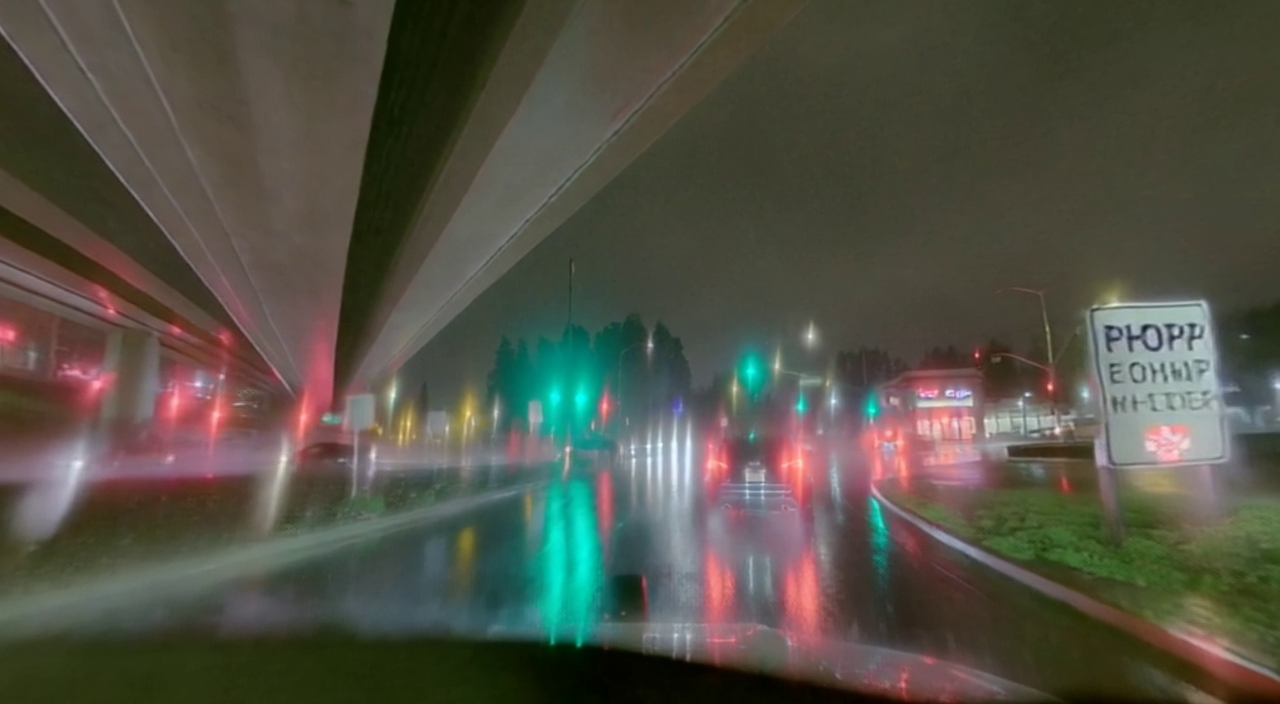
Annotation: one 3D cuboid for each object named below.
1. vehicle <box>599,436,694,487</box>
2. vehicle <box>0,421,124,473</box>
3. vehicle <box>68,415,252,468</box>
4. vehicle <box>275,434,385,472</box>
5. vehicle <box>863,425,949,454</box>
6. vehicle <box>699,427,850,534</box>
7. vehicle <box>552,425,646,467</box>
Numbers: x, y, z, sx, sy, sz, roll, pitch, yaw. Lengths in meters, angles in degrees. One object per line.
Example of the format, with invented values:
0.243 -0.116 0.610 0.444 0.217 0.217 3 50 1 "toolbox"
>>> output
0.374 3.694 21.624 2.214 1.519 4.704 -2 -9 13 "vehicle"
-44.913 6.844 45.454 2.989 3.604 11.471 -4 -10 26 "vehicle"
-36.174 6.884 48.376 3.014 3.603 10.845 -4 -9 24 "vehicle"
-16.317 5.326 33.449 4.827 1.885 2.008 2 -9 -14 "vehicle"
15.719 5.194 37.244 4.755 1.623 2.290 5 -10 -32 "vehicle"
2.400 2.254 11.701 2.195 1.571 4.353 -2 -9 10 "vehicle"
-2.124 4.740 31.642 2.175 1.930 4.761 8 -12 -42 "vehicle"
